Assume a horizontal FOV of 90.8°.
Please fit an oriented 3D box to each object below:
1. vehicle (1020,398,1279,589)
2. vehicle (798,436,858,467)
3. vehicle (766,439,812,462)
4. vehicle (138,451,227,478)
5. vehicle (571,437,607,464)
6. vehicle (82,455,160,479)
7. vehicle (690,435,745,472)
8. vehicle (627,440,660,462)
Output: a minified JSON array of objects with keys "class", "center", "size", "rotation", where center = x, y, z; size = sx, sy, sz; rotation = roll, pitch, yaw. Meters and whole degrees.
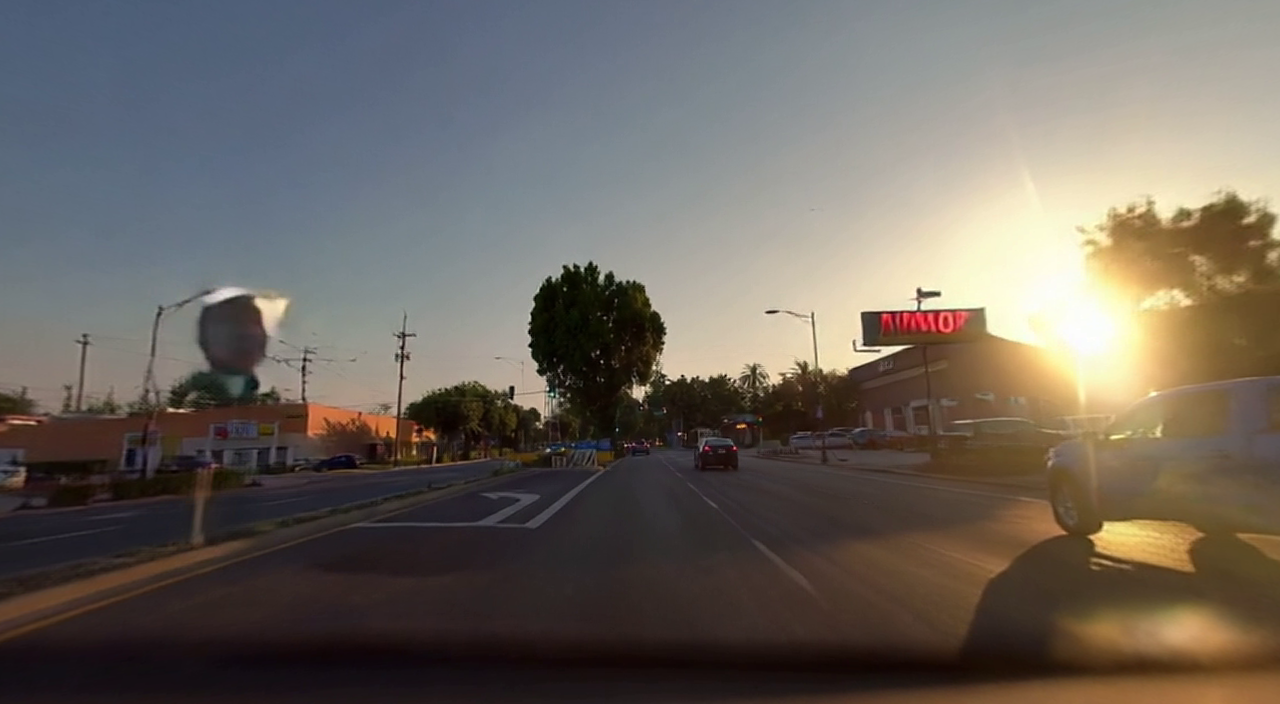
[{"class":"vehicle","center":[6.520,1.329,6.274],"size":[2.140,1.606,5.437],"rotation":[-1,-9,0]},{"class":"vehicle","center":[10.535,5.614,35.707],"size":[1.965,1.573,4.308],"rotation":[0,-9,-1]},{"class":"vehicle","center":[10.510,6.984,45.011],"size":[1.957,1.500,4.816],"rotation":[0,-9,-2]},{"class":"vehicle","center":[-35.708,8.751,49.398],"size":[5.329,1.893,2.122],"rotation":[7,-12,-42]},{"class":"vehicle","center":[-3.451,6.814,43.725],"size":[2.117,1.751,4.478],"rotation":[-1,-9,0]},{"class":"vehicle","center":[-40.228,8.890,49.049],"size":[1.879,1.747,4.268],"rotation":[-8,-11,40]},{"class":"vehicle","center":[3.431,4.609,28.822],"size":[1.889,1.541,4.303],"rotation":[0,-9,-1]},{"class":"vehicle","center":[0.233,7.039,45.070],"size":[2.258,1.468,4.076],"rotation":[0,-9,0]}]
